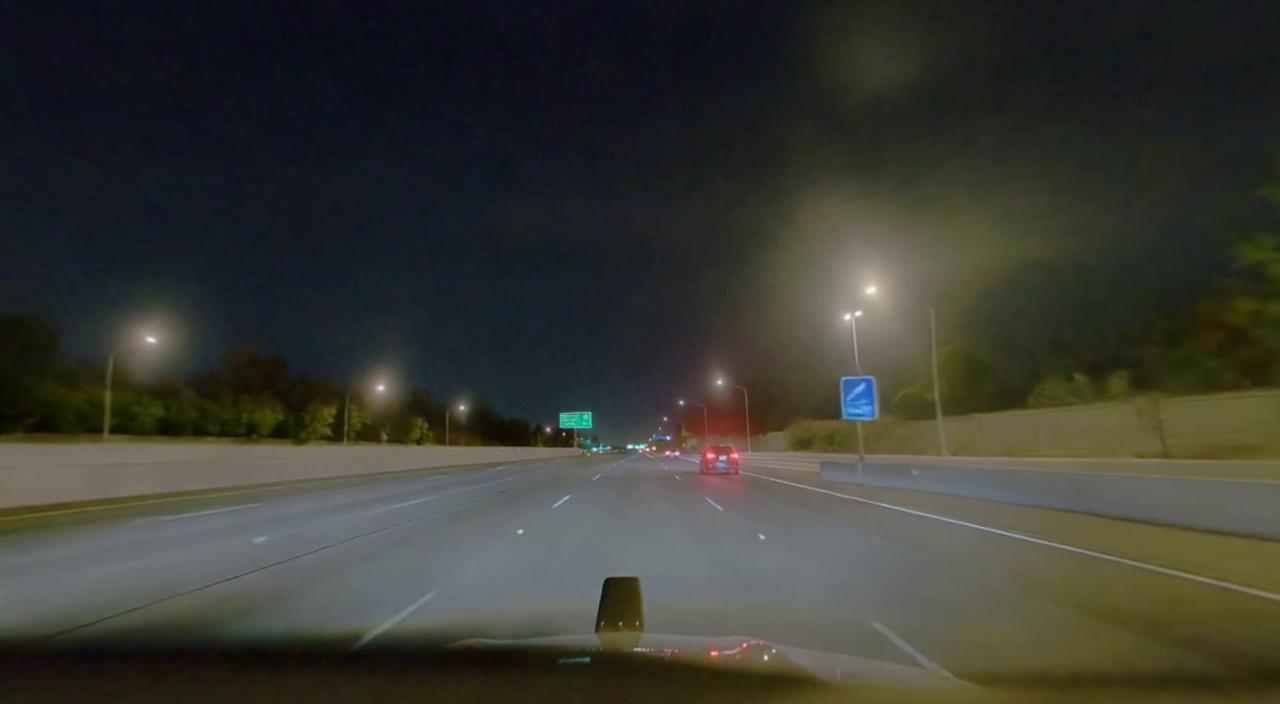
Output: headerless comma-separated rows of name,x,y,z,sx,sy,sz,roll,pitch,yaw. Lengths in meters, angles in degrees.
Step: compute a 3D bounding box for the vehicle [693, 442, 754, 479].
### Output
vehicle,3.545,4.696,27.547,2.033,1.501,4.398,0,-9,-1
